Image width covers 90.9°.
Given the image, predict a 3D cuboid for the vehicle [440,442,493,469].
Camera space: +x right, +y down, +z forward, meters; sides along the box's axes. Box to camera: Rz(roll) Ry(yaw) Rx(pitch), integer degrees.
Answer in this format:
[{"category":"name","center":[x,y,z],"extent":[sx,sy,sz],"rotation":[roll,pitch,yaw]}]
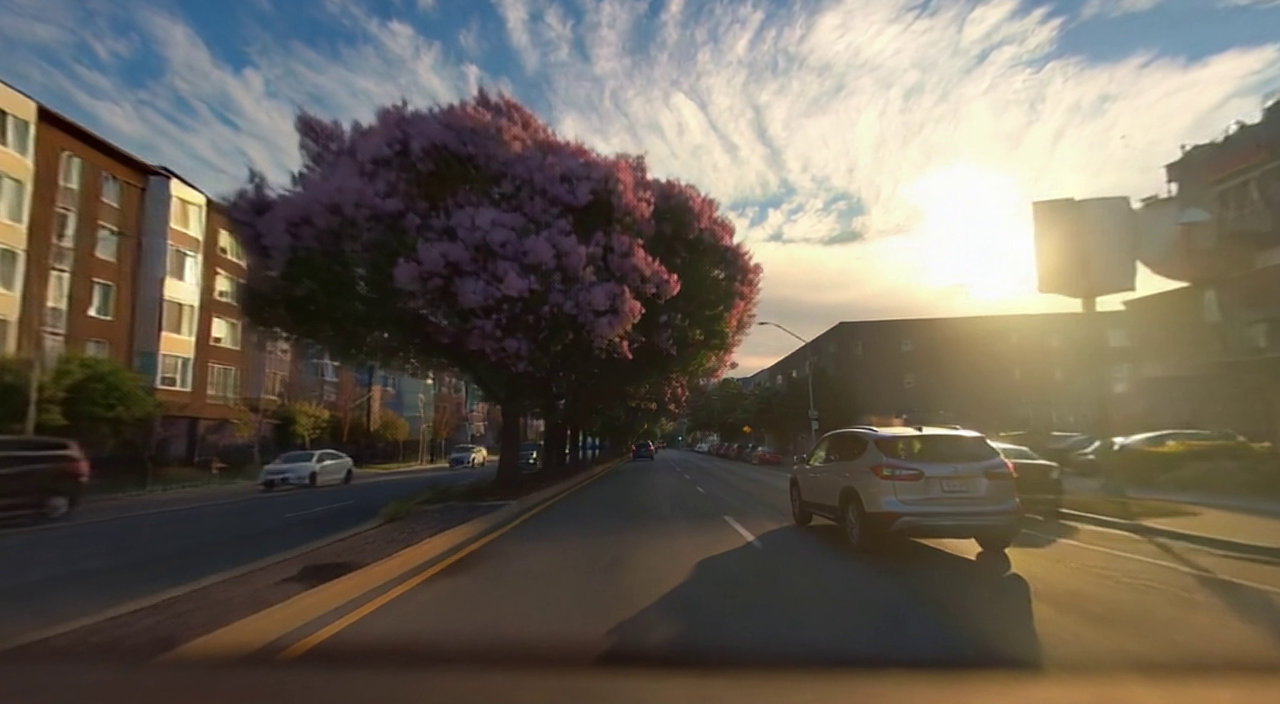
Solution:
[{"category":"vehicle","center":[-11.295,6.778,41.358],"extent":[2.049,1.641,4.573],"rotation":[0,-8,2]}]

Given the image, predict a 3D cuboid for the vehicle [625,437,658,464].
[{"category":"vehicle","center":[0.161,7.025,45.160],"extent":[2.244,1.813,4.129],"rotation":[0,-8,1]}]

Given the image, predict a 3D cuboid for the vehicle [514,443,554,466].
[{"category":"vehicle","center":[-7.452,7.202,44.638],"extent":[1.960,1.530,4.313],"rotation":[0,-8,2]}]

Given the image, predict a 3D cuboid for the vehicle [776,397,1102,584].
[{"category":"vehicle","center":[3.318,1.643,8.291],"extent":[2.071,1.747,4.549],"rotation":[0,-8,1]}]

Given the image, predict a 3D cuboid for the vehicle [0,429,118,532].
[{"category":"vehicle","center":[-11.925,2.175,10.628],"extent":[2.021,1.730,4.866],"rotation":[0,-8,1]}]

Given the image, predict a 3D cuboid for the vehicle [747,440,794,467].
[{"category":"vehicle","center":[8.186,6.405,39.839],"extent":[1.919,1.586,4.692],"rotation":[0,-8,-1]}]

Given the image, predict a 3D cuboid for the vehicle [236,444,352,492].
[{"category":"vehicle","center":[-11.809,3.953,21.807],"extent":[1.779,1.495,3.766],"rotation":[0,-8,2]}]
